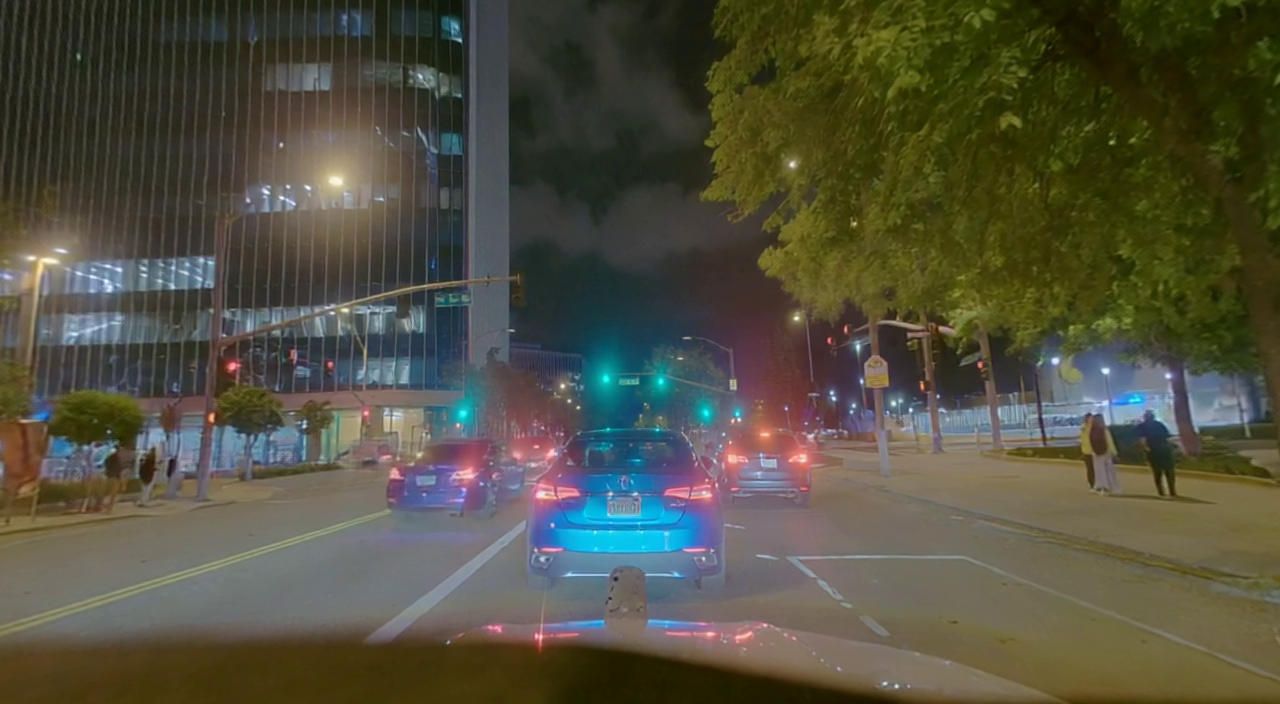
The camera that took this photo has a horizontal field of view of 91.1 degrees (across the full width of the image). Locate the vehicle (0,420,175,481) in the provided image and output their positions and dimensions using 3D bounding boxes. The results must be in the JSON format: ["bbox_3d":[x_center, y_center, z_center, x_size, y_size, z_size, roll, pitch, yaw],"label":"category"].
[{"bbox_3d":[-28.372,5.064,32.363,6.756,2.955,2.367,0,-8,0],"label":"vehicle"}]

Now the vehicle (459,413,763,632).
[{"bbox_3d":[-0.268,1.464,6.399,2.072,1.476,4.078,0,-8,-2],"label":"vehicle"}]

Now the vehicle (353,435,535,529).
[{"bbox_3d":[-3.438,2.359,12.083,1.957,1.427,4.531,0,-8,1],"label":"vehicle"}]

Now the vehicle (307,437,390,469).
[{"bbox_3d":[-17.141,5.920,36.950,4.294,1.819,2.043,-4,-9,25],"label":"vehicle"}]

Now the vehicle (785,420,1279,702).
[{"bbox_3d":[2.752,1.406,5.449,1.952,1.464,4.165,0,-8,-1],"label":"vehicle"}]
